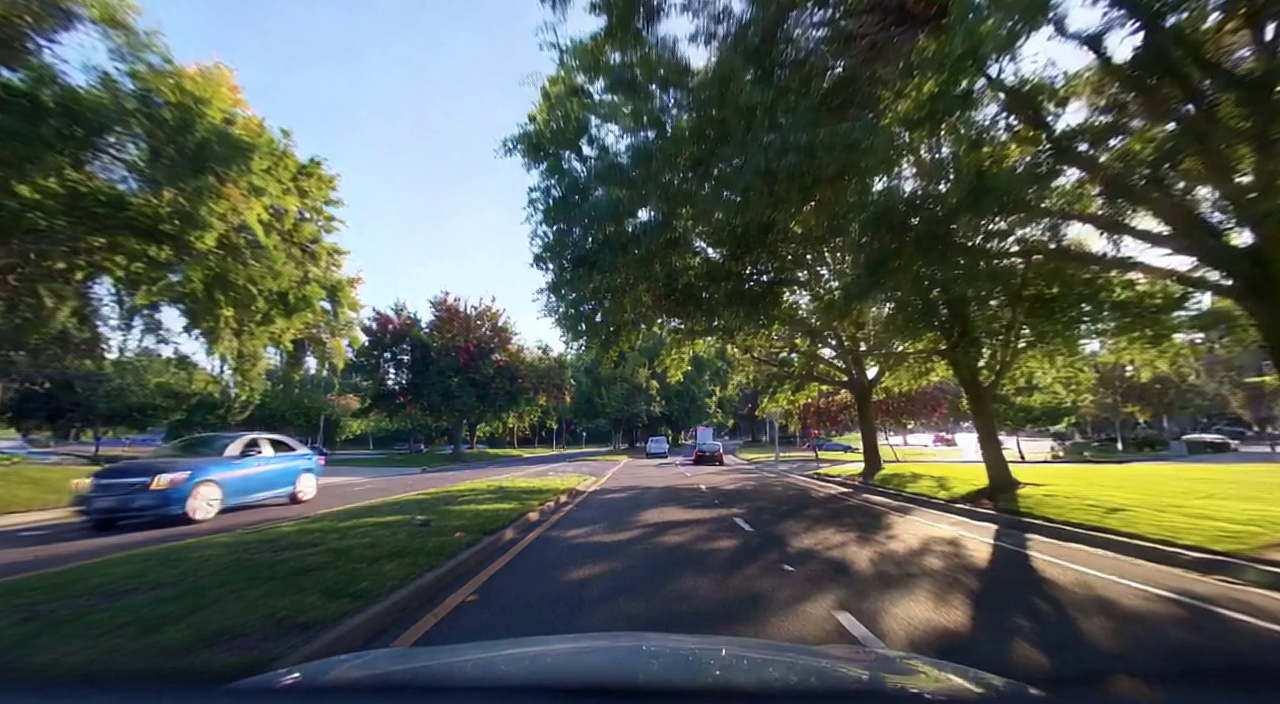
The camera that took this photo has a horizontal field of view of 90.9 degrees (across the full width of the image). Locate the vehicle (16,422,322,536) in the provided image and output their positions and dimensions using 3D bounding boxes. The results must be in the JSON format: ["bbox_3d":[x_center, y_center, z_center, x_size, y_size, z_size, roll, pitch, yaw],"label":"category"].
[{"bbox_3d":[-8.569,2.334,12.227,2.361,1.766,4.491,0,-8,2],"label":"vehicle"}]

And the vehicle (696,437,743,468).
[{"bbox_3d":[4.207,5.385,33.948,1.989,1.497,4.436,0,-8,0],"label":"vehicle"}]

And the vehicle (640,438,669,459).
[{"bbox_3d":[1.166,7.283,47.718,2.066,1.482,4.273,-1,-8,3],"label":"vehicle"}]

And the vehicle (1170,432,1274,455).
[{"bbox_3d":[38.263,6.016,41.538,4.656,1.454,2.190,0,-8,0],"label":"vehicle"}]
